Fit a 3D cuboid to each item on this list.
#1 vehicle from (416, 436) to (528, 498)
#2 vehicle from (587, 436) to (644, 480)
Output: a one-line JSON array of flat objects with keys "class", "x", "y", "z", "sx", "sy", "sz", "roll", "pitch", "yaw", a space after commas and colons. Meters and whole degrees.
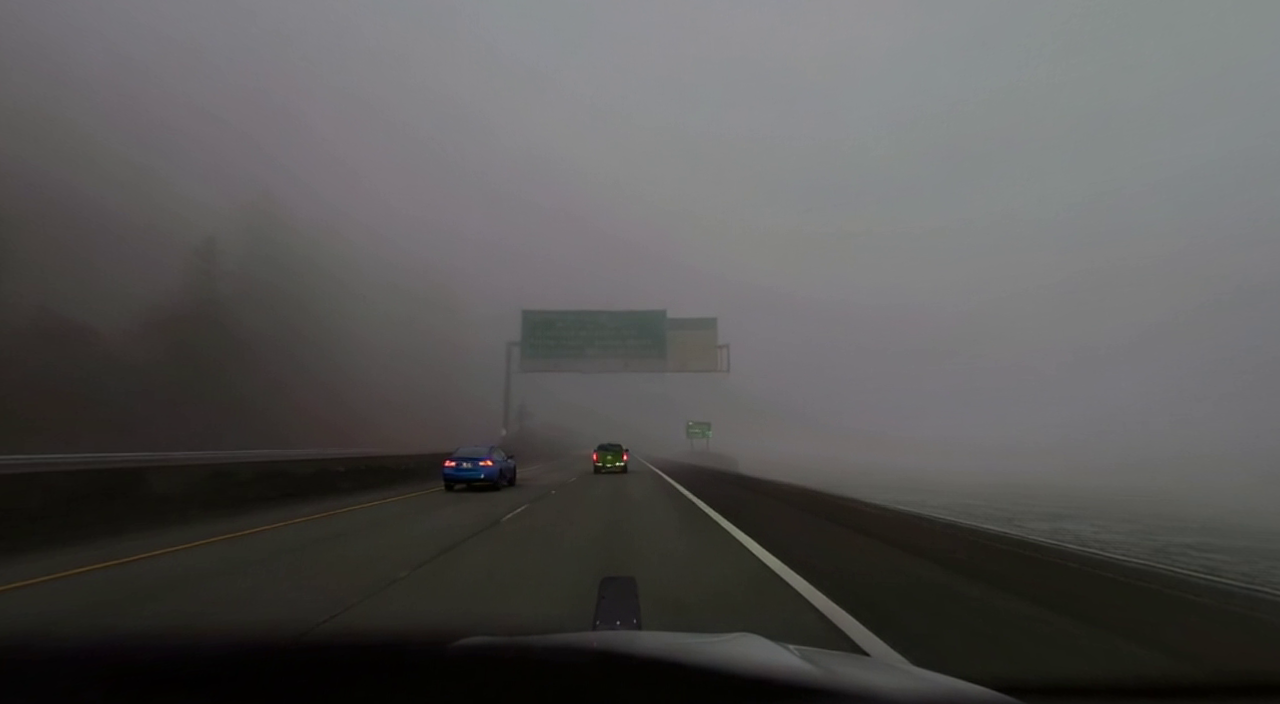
[{"class": "vehicle", "x": -4.848, "y": 3.384, "z": 18.879, "sx": 2.103, "sy": 1.588, "sz": 4.709, "roll": -1, "pitch": -9, "yaw": 0}, {"class": "vehicle", "x": -1.007, "y": 4.480, "z": 26.715, "sx": 2.220, "sy": 1.711, "sz": 4.056, "roll": 0, "pitch": -9, "yaw": -1}]
